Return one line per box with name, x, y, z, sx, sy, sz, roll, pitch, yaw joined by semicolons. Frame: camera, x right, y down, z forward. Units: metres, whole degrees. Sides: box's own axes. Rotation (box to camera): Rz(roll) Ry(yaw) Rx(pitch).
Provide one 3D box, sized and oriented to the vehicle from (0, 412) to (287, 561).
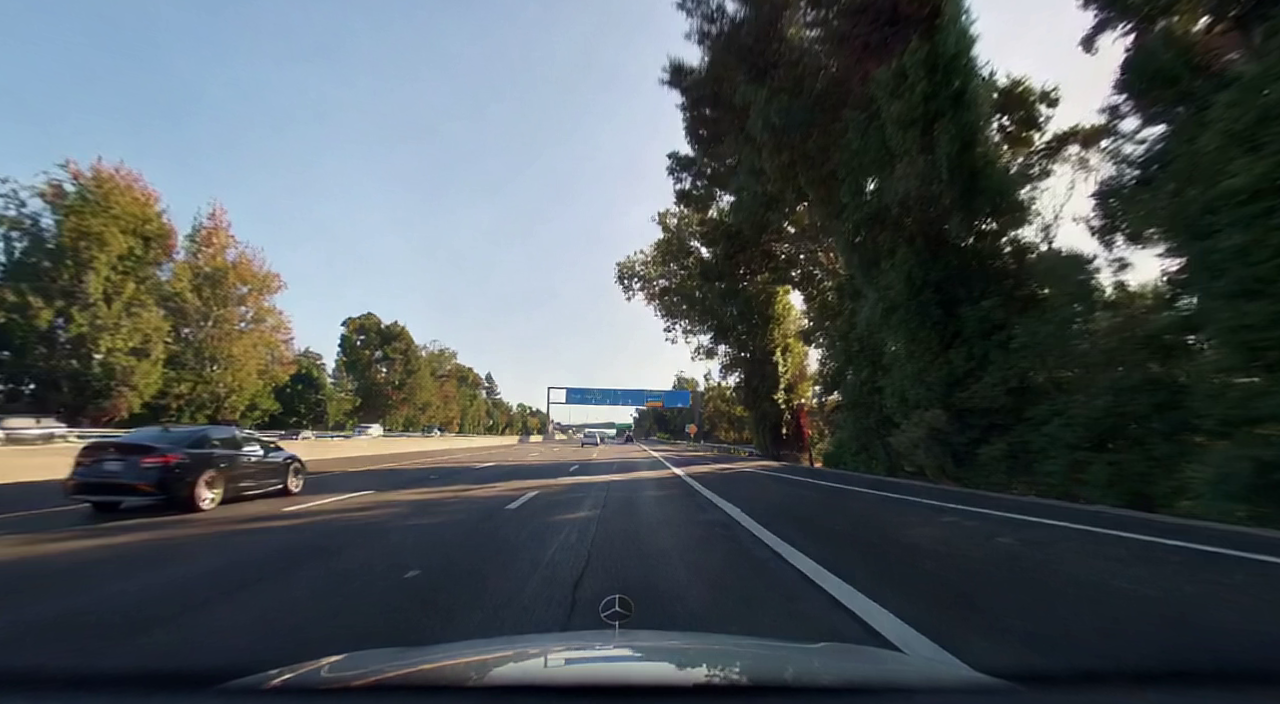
vehicle;-7.792;1.775;9.356;2.092;1.574;5.251;0;-7;-1
